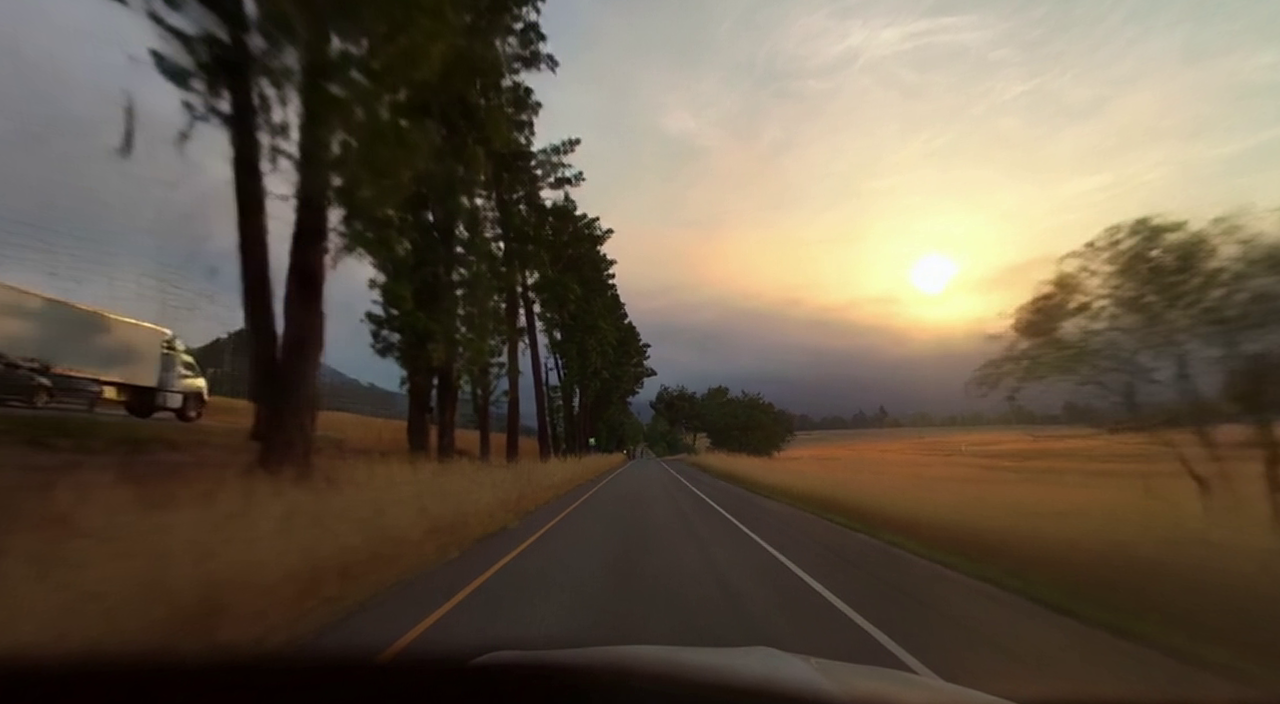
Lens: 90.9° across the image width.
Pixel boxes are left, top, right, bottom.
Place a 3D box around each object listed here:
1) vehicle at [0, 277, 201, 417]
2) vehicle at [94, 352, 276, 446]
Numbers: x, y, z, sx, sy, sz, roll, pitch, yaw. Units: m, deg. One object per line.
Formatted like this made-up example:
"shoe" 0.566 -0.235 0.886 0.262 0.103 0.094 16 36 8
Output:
"vehicle" -24.653 -0.333 23.971 3.314 4.163 16.558 -1 -11 3
"vehicle" -23.738 2.657 33.772 3.022 4.324 8.607 -1 -7 2
